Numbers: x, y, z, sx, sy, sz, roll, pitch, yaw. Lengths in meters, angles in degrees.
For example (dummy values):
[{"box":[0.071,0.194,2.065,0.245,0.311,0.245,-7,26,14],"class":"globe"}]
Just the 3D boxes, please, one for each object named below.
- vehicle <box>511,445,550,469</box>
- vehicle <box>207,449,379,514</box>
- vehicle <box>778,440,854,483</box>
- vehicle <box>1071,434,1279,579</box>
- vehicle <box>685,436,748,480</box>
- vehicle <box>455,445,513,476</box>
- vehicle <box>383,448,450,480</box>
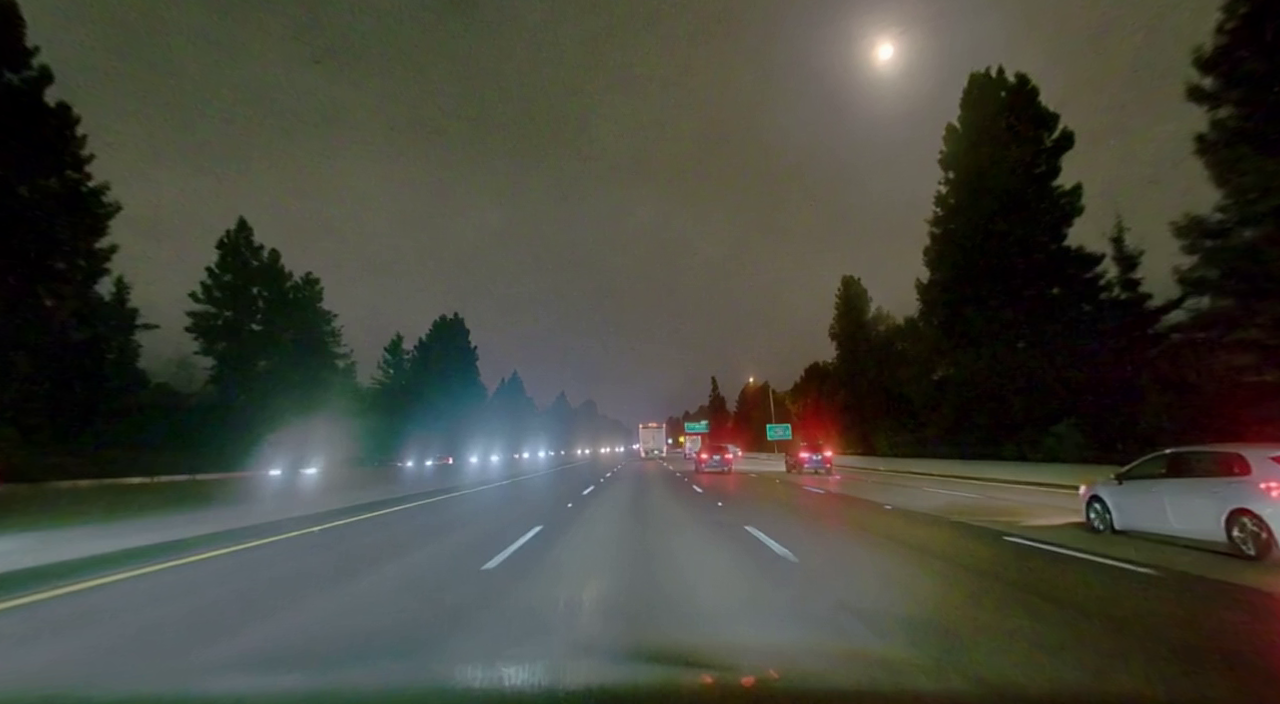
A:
[{"box":[-7.800,7.512,45.305,1.997,1.600,4.277,0,-8,1],"class":"vehicle"},{"box":[-8.826,3.286,16.573,1.955,1.448,4.351,0,-8,1],"class":"vehicle"},{"box":[7.512,4.675,27.339,1.976,1.703,4.288,0,-8,-1],"class":"vehicle"},{"box":[7.668,1.706,7.221,2.022,1.488,4.817,0,-8,-1],"class":"vehicle"},{"box":[3.482,4.937,29.678,2.209,1.862,4.717,0,-8,-1],"class":"vehicle"},{"box":[-8.440,5.882,34.495,1.963,1.571,4.318,0,-8,2],"class":"vehicle"},{"box":[-12.176,6.102,34.663,1.930,1.549,4.442,0,-8,2],"class":"vehicle"}]
